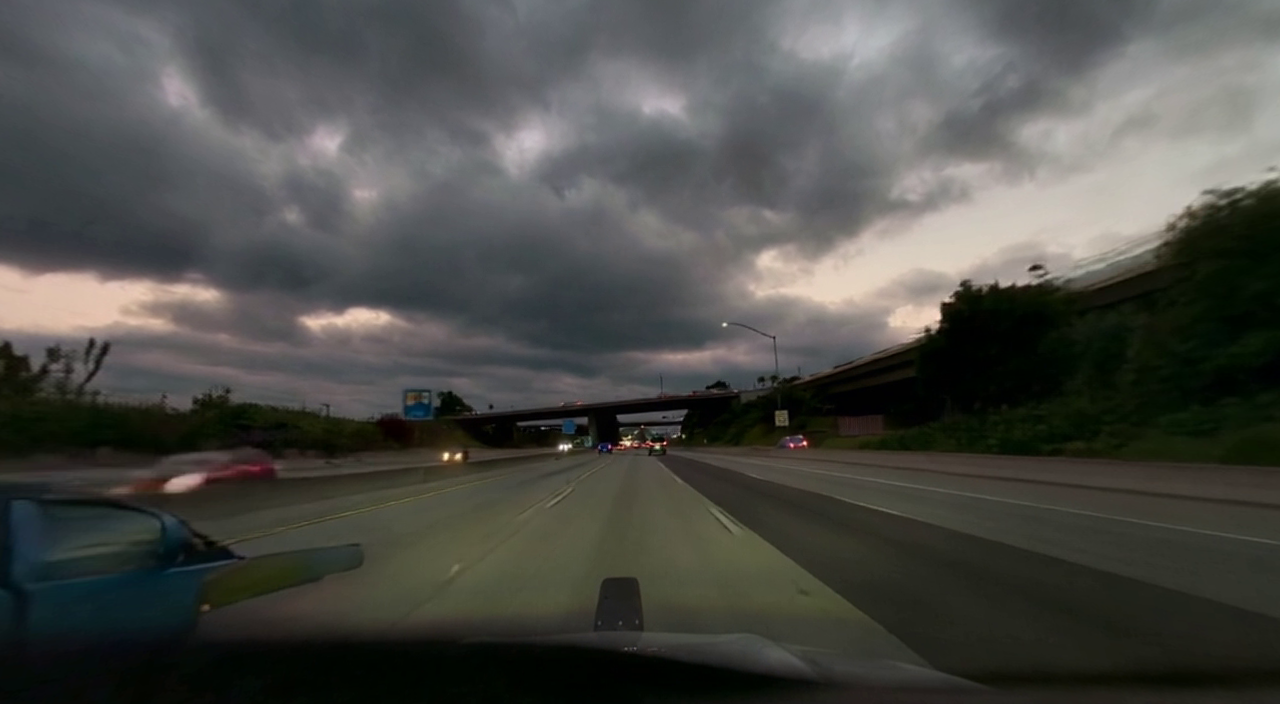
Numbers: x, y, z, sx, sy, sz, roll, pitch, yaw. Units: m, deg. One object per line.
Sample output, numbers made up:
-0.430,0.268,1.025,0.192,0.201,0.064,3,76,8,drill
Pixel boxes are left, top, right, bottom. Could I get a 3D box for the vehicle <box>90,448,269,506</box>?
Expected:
-13.458,3.630,18.921,1.892,1.481,4.576,0,-8,0,vehicle
